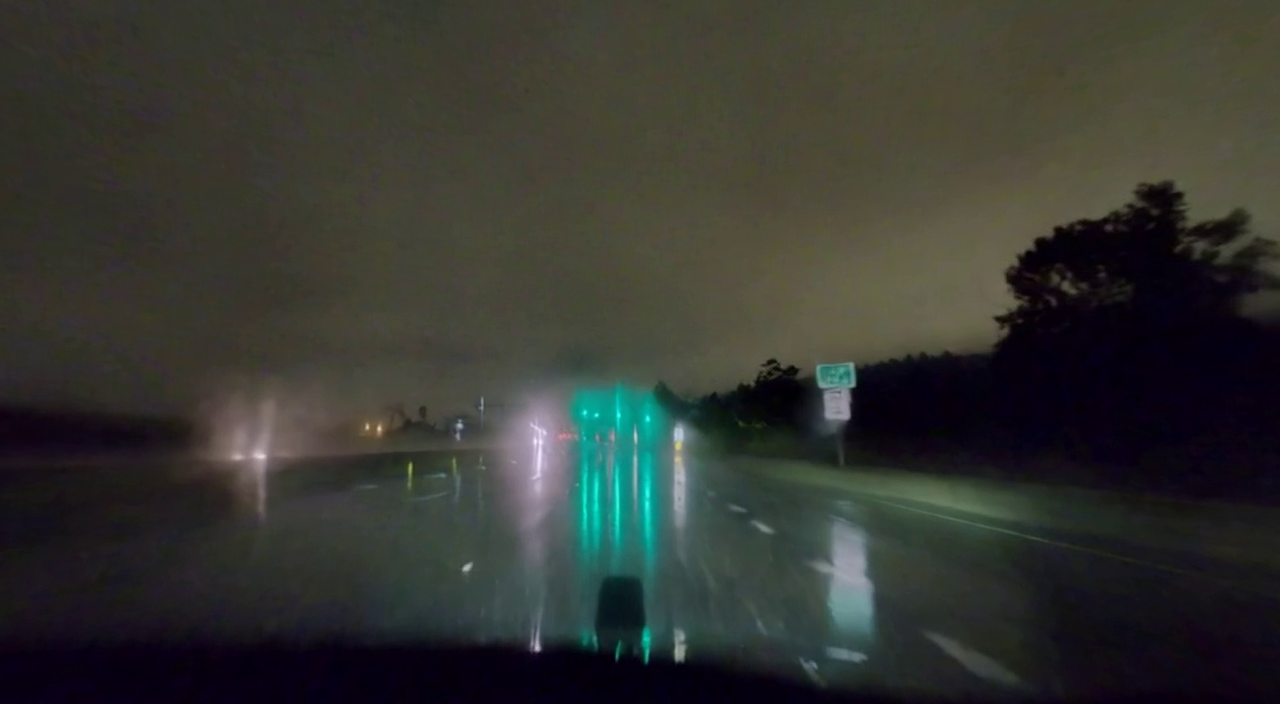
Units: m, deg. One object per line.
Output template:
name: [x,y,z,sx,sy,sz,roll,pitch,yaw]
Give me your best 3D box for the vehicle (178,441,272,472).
vehicle: [-21.503,5.437,32.905,1.918,1.480,4.309,0,-9,1]
